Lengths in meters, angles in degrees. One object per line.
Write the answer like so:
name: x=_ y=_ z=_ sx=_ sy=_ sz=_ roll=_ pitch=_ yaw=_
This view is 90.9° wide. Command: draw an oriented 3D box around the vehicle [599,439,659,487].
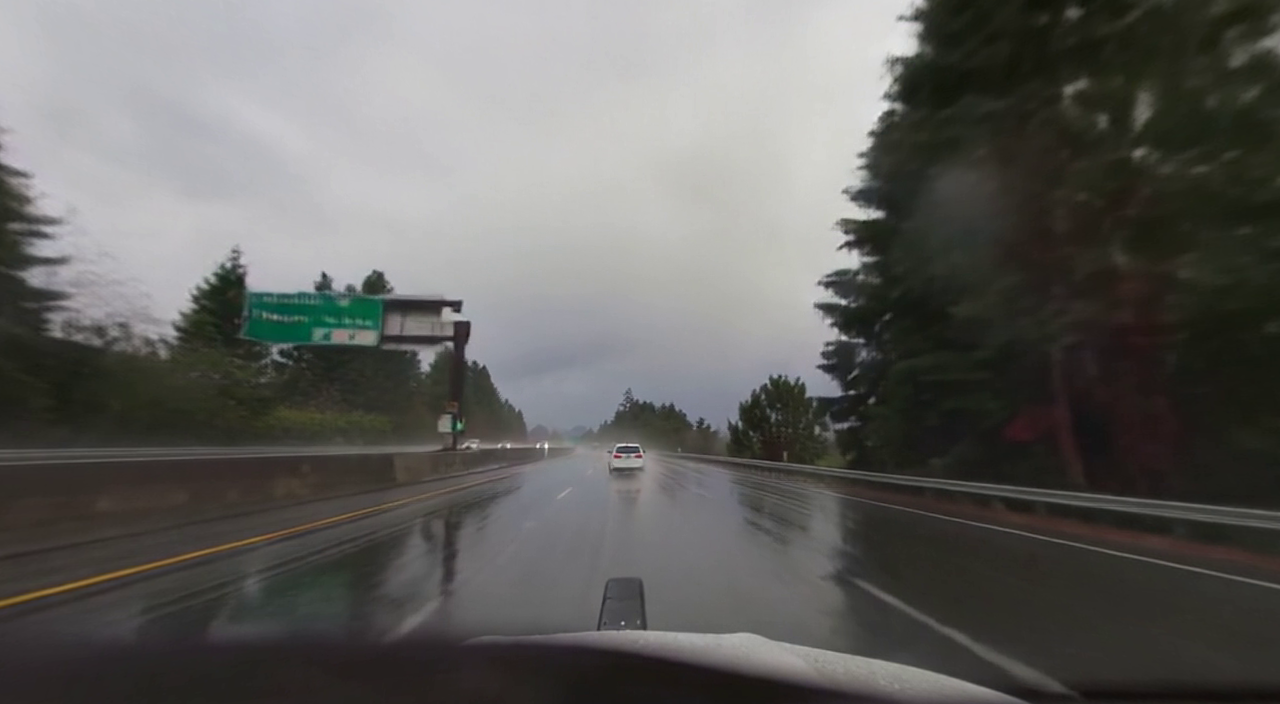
vehicle: x=-0.439 y=3.992 z=22.973 sx=2.011 sy=1.590 sz=3.607 roll=0 pitch=-9 yaw=-3
